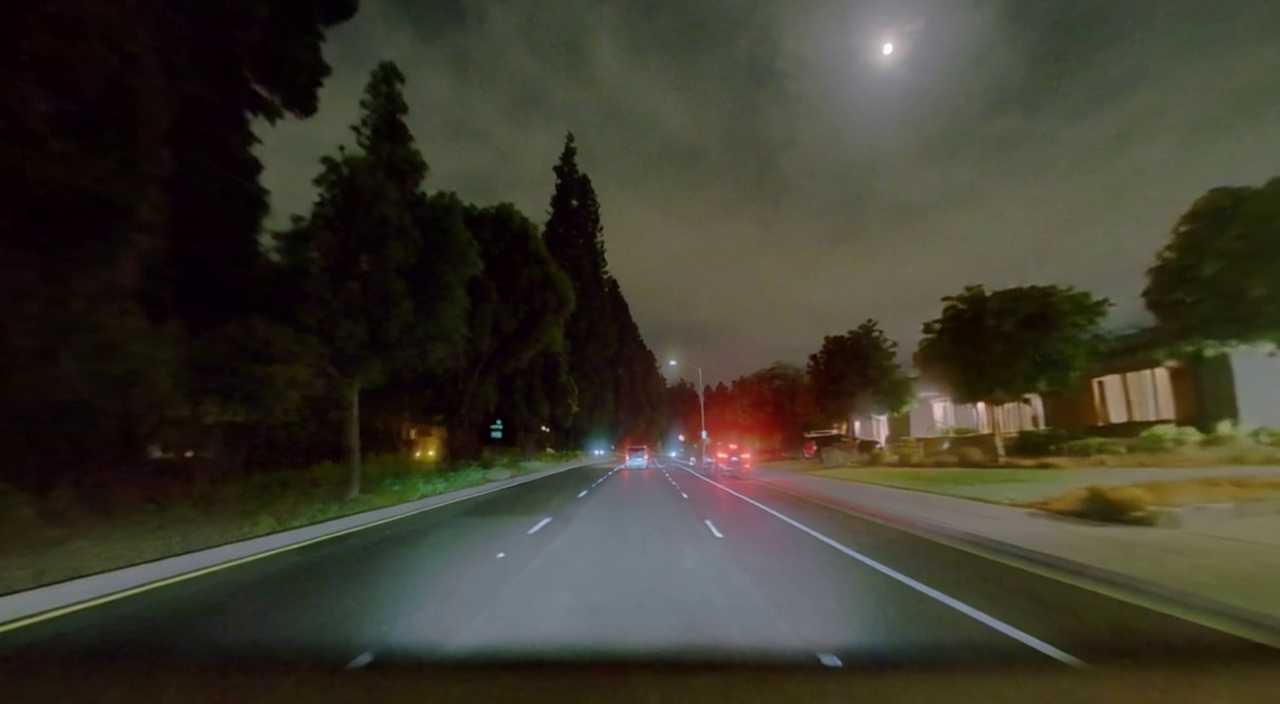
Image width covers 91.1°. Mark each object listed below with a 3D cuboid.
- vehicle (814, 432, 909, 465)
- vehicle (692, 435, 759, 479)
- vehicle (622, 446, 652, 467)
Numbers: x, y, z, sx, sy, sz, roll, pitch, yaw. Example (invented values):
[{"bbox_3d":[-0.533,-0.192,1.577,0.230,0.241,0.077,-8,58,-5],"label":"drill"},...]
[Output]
[{"bbox_3d":[12.778,5.573,36.438,4.694,1.622,2.067,-2,-7,1],"label":"vehicle"},{"bbox_3d":[3.855,4.864,29.301,2.203,1.828,5.336,0,-9,-2],"label":"vehicle"},{"bbox_3d":[-0.185,7.574,45.554,2.054,1.456,4.003,0,-9,0],"label":"vehicle"}]
